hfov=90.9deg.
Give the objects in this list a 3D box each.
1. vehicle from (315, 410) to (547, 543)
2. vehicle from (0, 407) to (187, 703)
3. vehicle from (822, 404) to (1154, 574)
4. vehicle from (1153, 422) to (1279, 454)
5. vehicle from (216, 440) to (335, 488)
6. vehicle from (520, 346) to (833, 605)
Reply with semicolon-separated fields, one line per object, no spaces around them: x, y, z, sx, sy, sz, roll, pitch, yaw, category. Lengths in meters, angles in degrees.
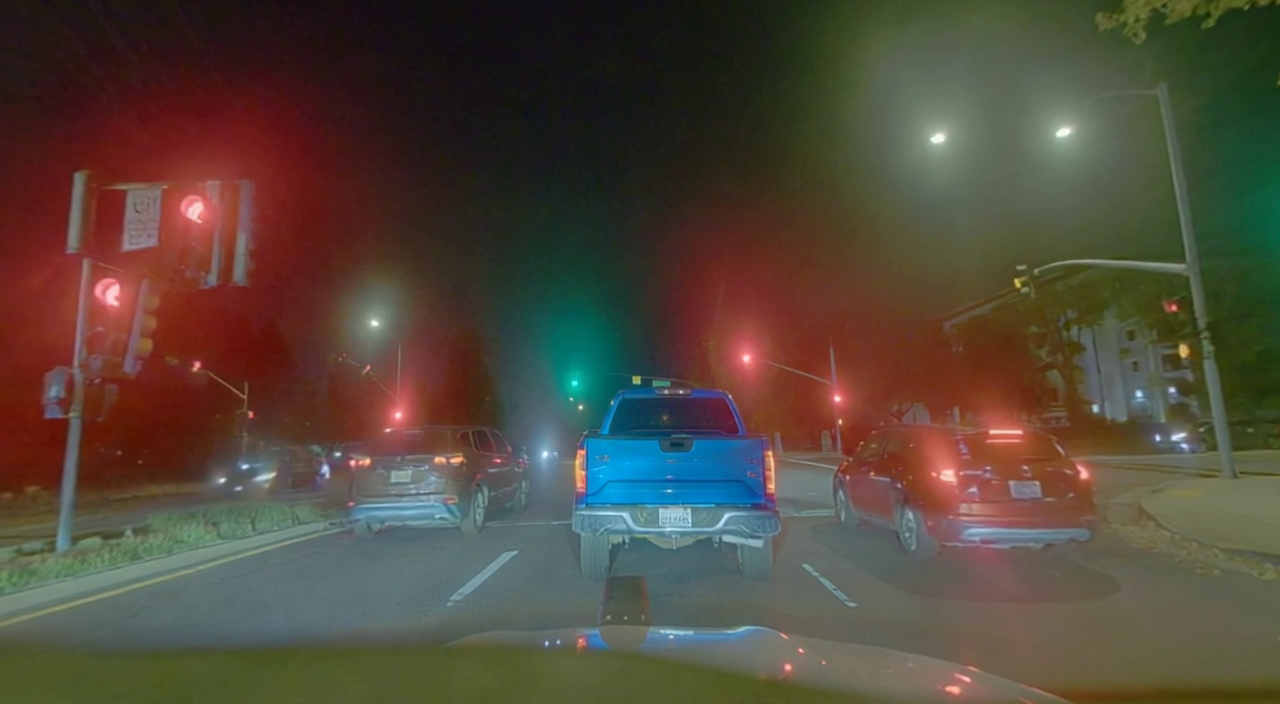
-3.153;2.007;10.827;2.125;1.739;4.707;0;-8;3;vehicle
-3.386;0.738;0.881;1.998;1.481;4.656;0;-8;1;vehicle
4.058;1.664;8.398;1.984;1.659;4.226;0;-8;0;vehicle
27.746;4.126;30.132;4.681;1.458;1.908;0;-8;-1;vehicle
-16.147;4.944;28.363;2.109;1.936;5.330;0;-8;0;vehicle
0.334;1.334;7.557;2.505;2.084;4.768;0;-8;1;vehicle
